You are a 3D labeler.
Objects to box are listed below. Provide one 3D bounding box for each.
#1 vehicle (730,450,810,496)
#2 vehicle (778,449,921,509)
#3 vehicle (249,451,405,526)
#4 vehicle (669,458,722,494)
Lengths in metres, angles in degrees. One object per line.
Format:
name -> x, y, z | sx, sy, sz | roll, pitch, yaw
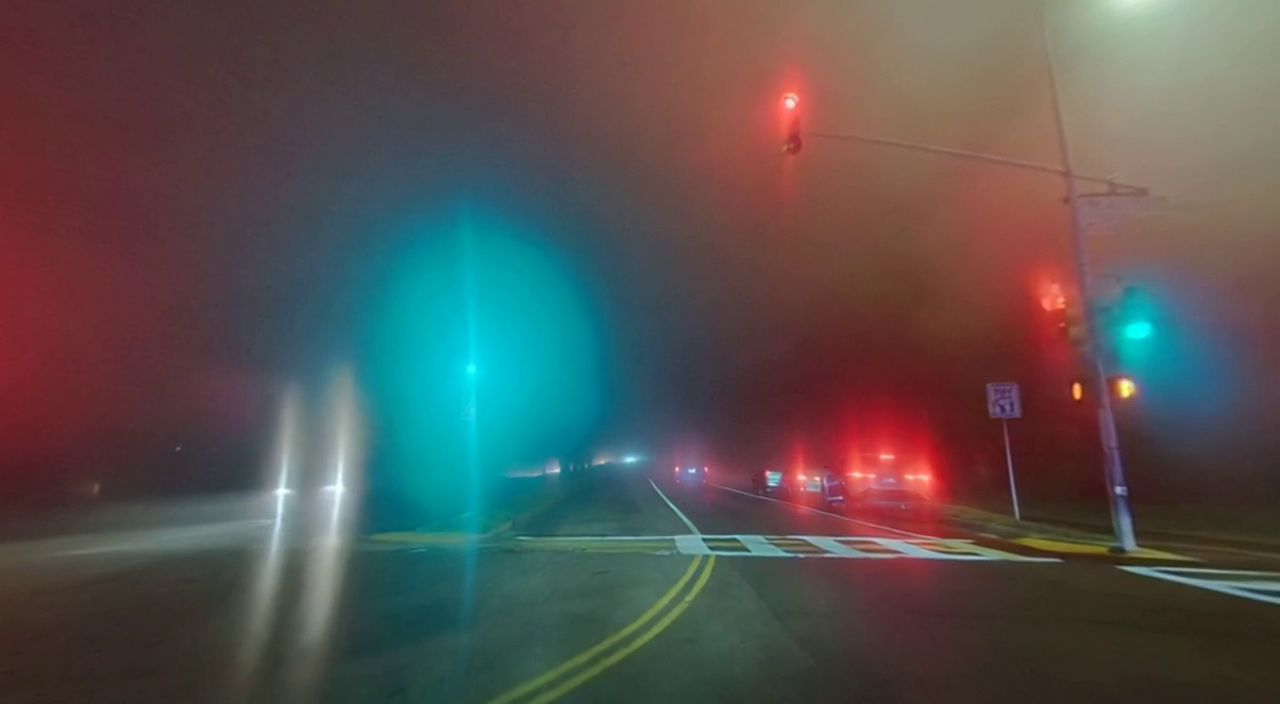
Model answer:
vehicle -> 7.524, 7.074, 37.608 | 2.802, 2.409, 6.553 | 1, -9, -6
vehicle -> 8.820, 5.405, 27.708 | 2.771, 2.214, 7.159 | 1, -9, -10
vehicle -> -8.508, 3.693, 17.772 | 2.049, 1.786, 4.557 | 0, -9, 0
vehicle -> 2.806, 6.420, 33.014 | 2.140, 1.655, 4.786 | 0, -9, -2
